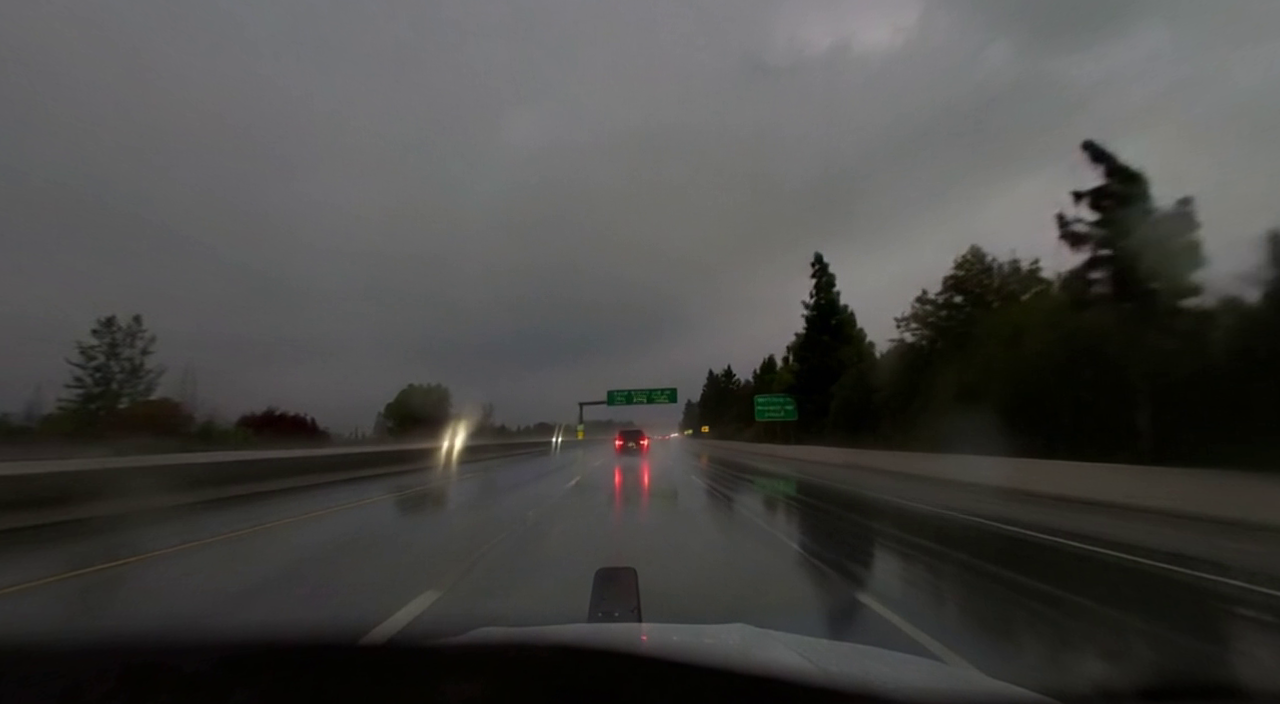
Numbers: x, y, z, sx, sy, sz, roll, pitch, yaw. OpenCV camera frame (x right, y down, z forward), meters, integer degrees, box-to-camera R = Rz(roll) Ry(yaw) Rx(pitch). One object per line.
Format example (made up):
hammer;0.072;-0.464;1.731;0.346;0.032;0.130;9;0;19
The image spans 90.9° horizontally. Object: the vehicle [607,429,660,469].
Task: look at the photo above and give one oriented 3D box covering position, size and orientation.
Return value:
vehicle;-0.307;4.127;27.015;2.094;1.600;3.666;0;-8;-1
